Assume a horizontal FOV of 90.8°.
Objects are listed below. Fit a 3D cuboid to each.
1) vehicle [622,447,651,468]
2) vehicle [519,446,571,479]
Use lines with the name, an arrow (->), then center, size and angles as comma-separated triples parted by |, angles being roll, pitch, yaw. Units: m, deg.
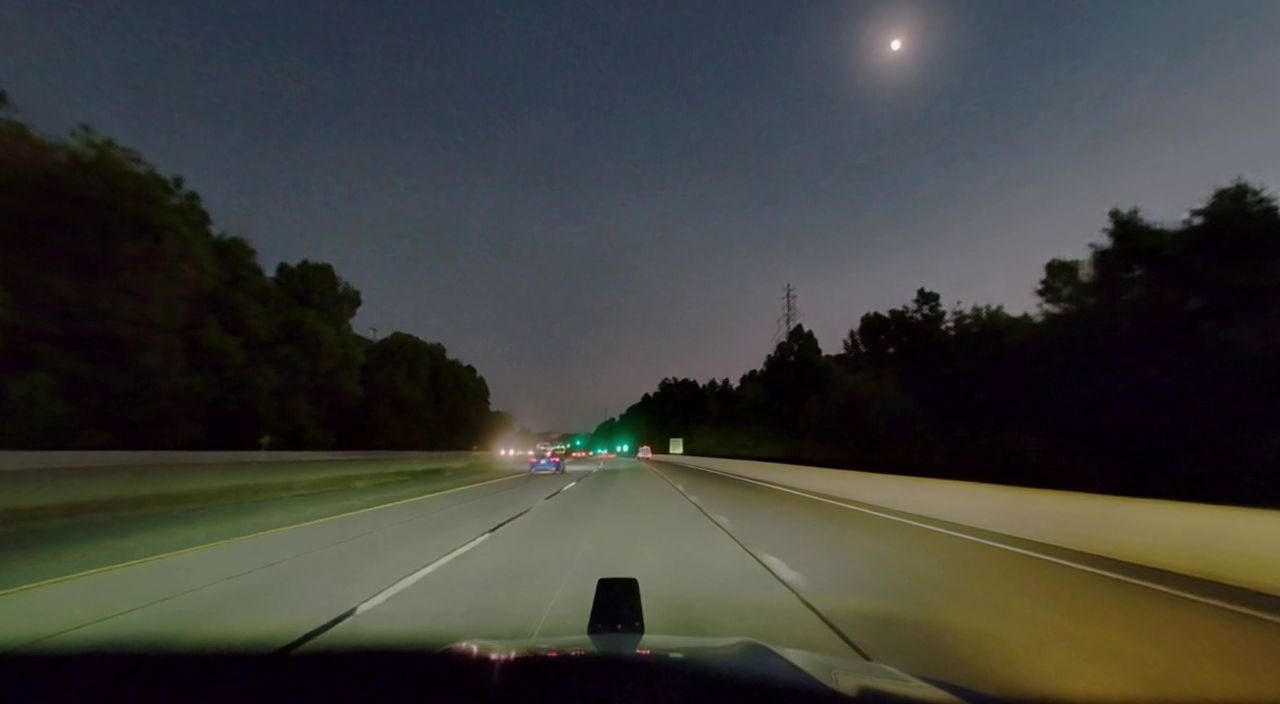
vehicle -> -0.300, 7.838, 47.127 | 2.031, 1.483, 3.417 | 0, -9, -3
vehicle -> -4.651, 5.470, 31.527 | 1.957, 1.499, 4.965 | 0, -9, -1
